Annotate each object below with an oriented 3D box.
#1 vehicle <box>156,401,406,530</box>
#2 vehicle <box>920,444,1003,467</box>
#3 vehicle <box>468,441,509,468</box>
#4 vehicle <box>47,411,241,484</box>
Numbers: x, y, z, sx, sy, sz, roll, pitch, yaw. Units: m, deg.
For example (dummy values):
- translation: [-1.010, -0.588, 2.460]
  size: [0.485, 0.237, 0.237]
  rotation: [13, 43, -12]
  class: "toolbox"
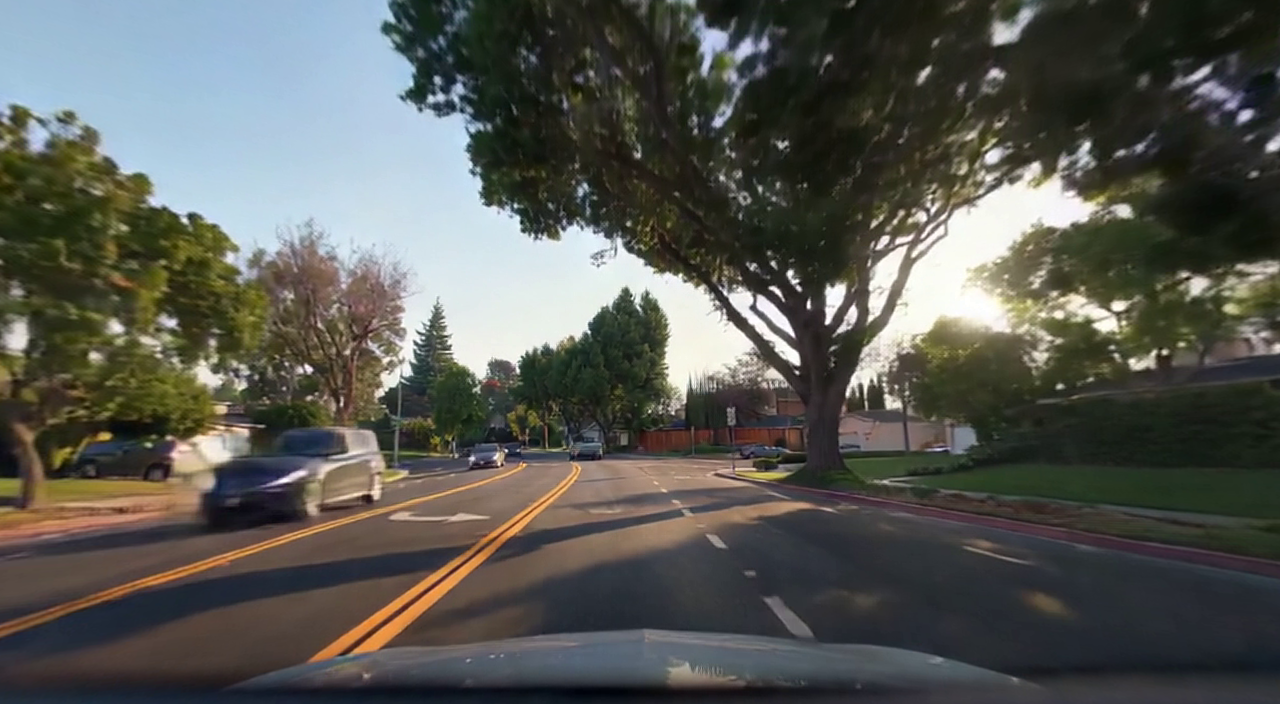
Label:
- translation: [-6.717, 2.201, 12.675]
  size: [2.281, 2.069, 4.797]
  rotation: [0, -9, -2]
  class: "vehicle"
- translation: [21.808, 7.022, 42.884]
  size: [4.607, 1.481, 1.884]
  rotation: [-1, -9, 10]
  class: "vehicle"
- translation: [-9.329, 6.344, 39.169]
  size: [1.910, 1.538, 4.478]
  rotation: [0, -8, -7]
  class: "vehicle"
- translation: [-20.261, 3.887, 25.883]
  size: [6.474, 2.781, 2.364]
  rotation: [-1, -9, 11]
  class: "vehicle"
